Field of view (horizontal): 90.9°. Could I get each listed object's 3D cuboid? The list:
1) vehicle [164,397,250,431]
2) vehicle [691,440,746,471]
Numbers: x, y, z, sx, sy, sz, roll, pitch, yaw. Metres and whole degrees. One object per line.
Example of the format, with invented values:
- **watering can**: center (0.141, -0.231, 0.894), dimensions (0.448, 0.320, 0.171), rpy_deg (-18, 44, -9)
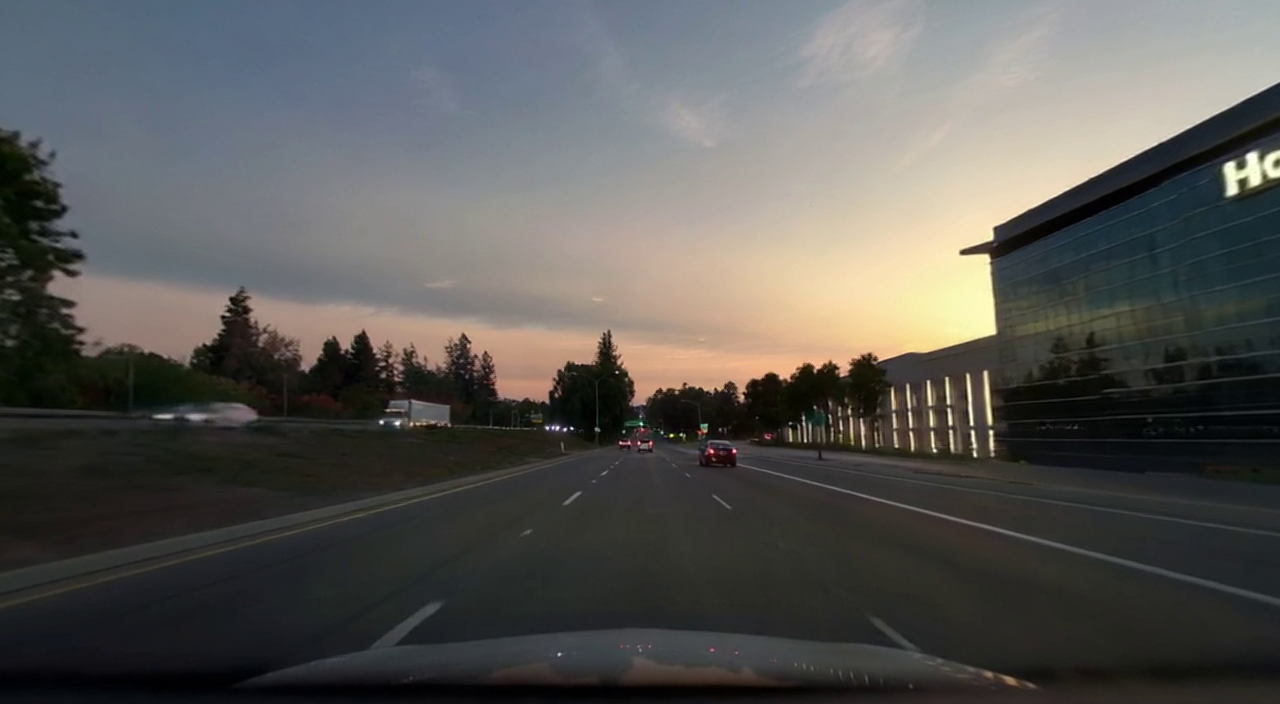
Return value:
- **vehicle**: center (-21.501, 3.138, 31.489), dimensions (1.762, 1.490, 3.786), rpy_deg (1, -9, -4)
- **vehicle**: center (3.782, 5.080, 31.205), dimensions (2.069, 1.431, 4.313), rpy_deg (0, -8, -1)
